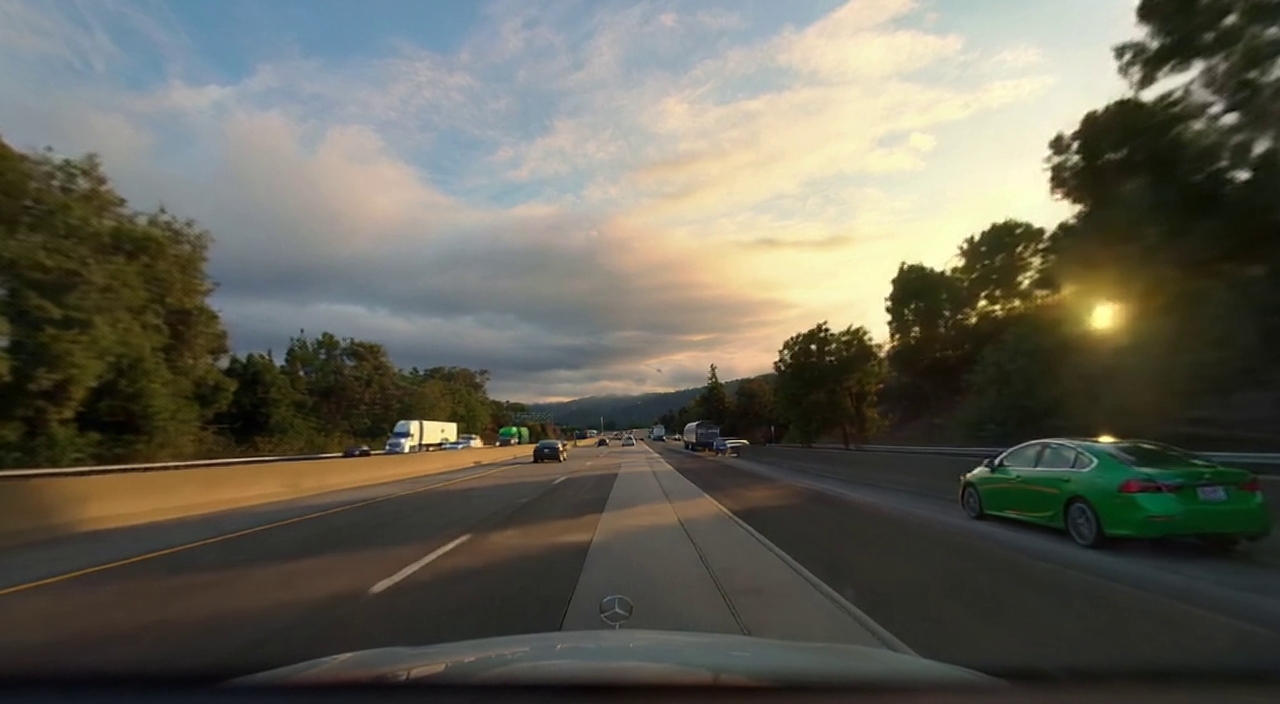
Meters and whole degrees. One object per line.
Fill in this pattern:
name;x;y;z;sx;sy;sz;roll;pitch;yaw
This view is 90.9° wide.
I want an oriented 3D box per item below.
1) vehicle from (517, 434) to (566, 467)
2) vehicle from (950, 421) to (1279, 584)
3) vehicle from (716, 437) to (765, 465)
vehicle;-4.991;5.026;32.471;1.966;1.570;3.859;0;-8;-1
vehicle;6.054;1.667;7.980;2.028;1.488;4.236;0;-8;-1
vehicle;5.463;5.402;34.696;1.920;1.436;3.890;0;-8;-2
